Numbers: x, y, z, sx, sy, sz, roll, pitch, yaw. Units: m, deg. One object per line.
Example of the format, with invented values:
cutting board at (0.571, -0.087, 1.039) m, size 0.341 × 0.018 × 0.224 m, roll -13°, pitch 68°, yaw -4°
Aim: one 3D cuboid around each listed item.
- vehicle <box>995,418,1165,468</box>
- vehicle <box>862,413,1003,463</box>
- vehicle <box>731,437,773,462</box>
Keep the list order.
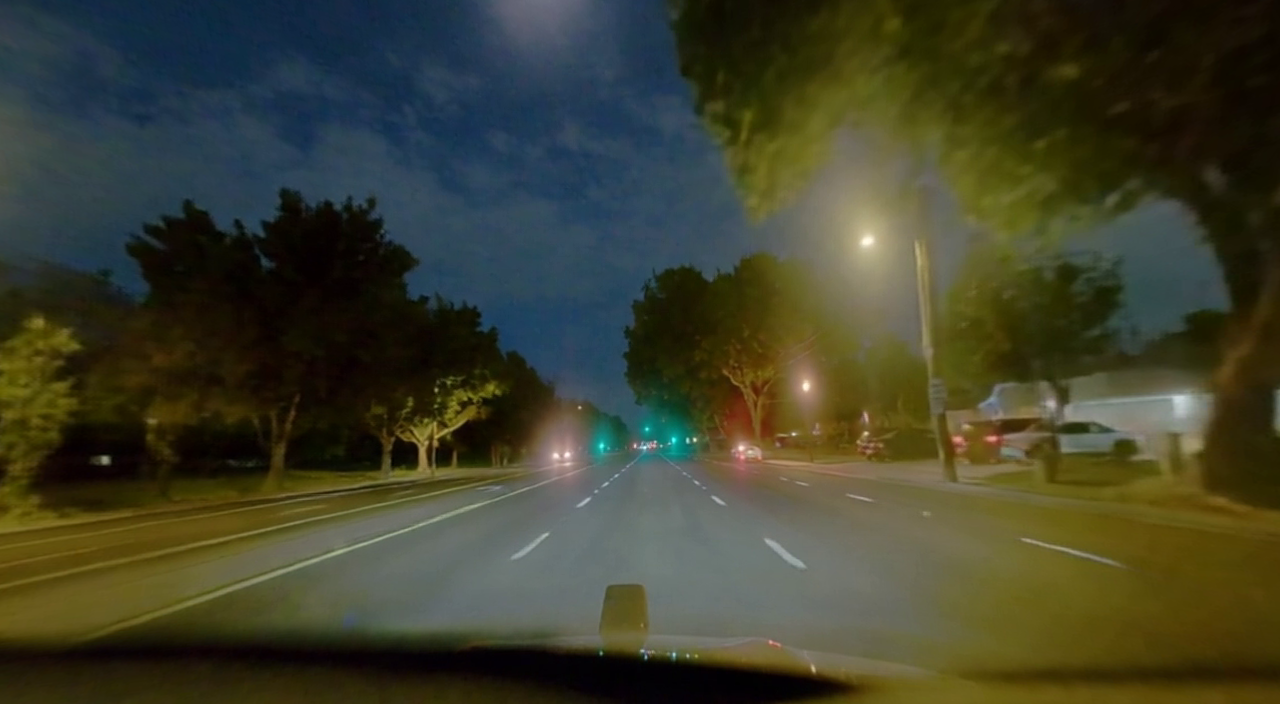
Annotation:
vehicle at (15.027, 3.141, 21.709) m, size 4.455 × 1.588 × 1.858 m, roll 0°, pitch -9°, yaw -2°
vehicle at (14.726, 4.375, 32.095) m, size 5.886 × 2.000 × 2.372 m, roll -5°, pitch -9°, yaw 5°
vehicle at (8.391, 7.383, 47.692) m, size 2.200 × 1.783 × 4.682 m, roll -1°, pitch -9°, yaw -1°
